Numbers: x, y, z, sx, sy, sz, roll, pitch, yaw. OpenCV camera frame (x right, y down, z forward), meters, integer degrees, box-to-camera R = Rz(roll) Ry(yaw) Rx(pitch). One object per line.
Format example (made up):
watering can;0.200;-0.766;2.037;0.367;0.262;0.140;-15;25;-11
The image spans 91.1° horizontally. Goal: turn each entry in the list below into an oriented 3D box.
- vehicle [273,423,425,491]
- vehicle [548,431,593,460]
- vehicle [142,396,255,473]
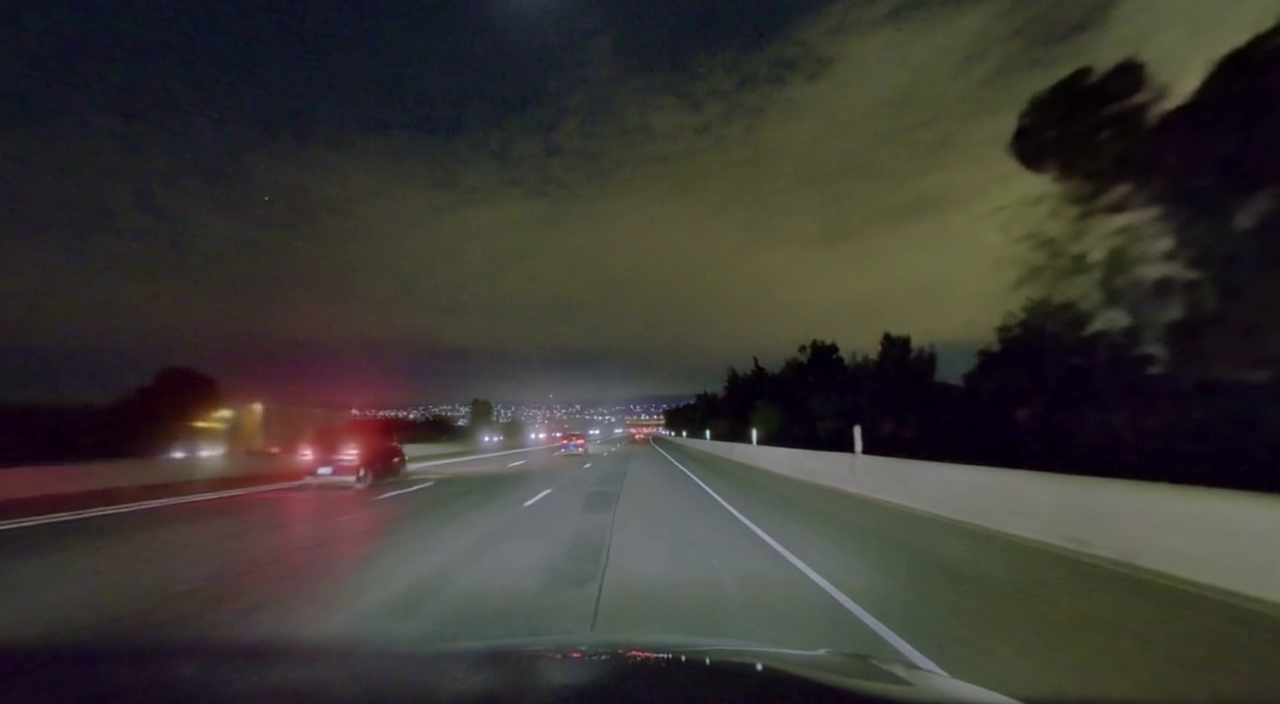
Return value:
vehicle;-7.862;2.856;17.557;2.113;1.632;4.409;0;-8;0
vehicle;-3.940;5.407;36.466;2.064;1.571;4.225;0;-8;1
vehicle;-24.960;4.662;35.874;2.937;4.060;4.499;0;-7;0
